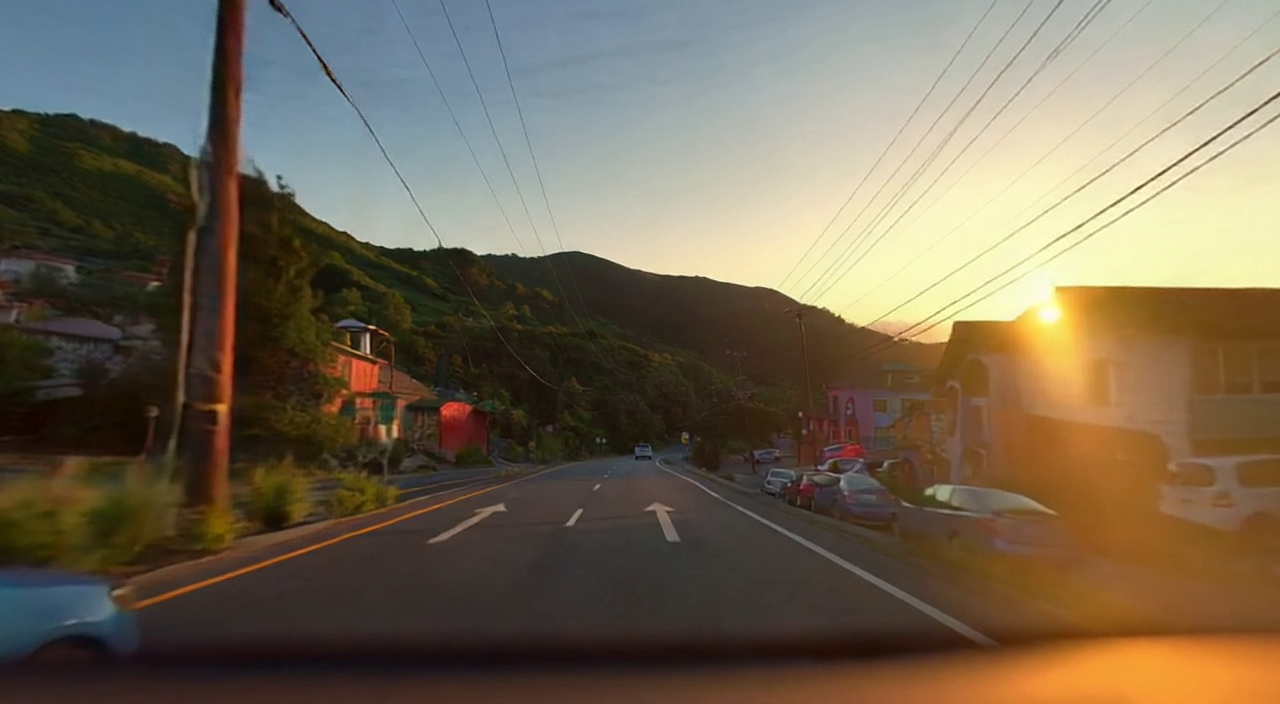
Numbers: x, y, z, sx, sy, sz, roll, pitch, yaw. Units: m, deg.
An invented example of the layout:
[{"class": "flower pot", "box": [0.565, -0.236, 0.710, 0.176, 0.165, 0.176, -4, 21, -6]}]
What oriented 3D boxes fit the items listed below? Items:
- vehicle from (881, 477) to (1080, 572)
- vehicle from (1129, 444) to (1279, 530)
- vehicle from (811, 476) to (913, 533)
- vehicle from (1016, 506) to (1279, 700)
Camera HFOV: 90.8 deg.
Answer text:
[{"class": "vehicle", "box": [6.905, 3.498, 13.417, 1.838, 1.475, 4.152, 0, -9, -1]}, {"class": "vehicle", "box": [15.249, 3.239, 15.501, 4.798, 1.934, 1.908, 0, -9, 0]}, {"class": "vehicle", "box": [7.098, 4.895, 20.652, 1.849, 1.439, 4.143, 0, -9, 1]}, {"class": "vehicle", "box": [6.893, 2.853, 7.975, 1.797, 1.401, 4.088, 0, -9, 1]}]
